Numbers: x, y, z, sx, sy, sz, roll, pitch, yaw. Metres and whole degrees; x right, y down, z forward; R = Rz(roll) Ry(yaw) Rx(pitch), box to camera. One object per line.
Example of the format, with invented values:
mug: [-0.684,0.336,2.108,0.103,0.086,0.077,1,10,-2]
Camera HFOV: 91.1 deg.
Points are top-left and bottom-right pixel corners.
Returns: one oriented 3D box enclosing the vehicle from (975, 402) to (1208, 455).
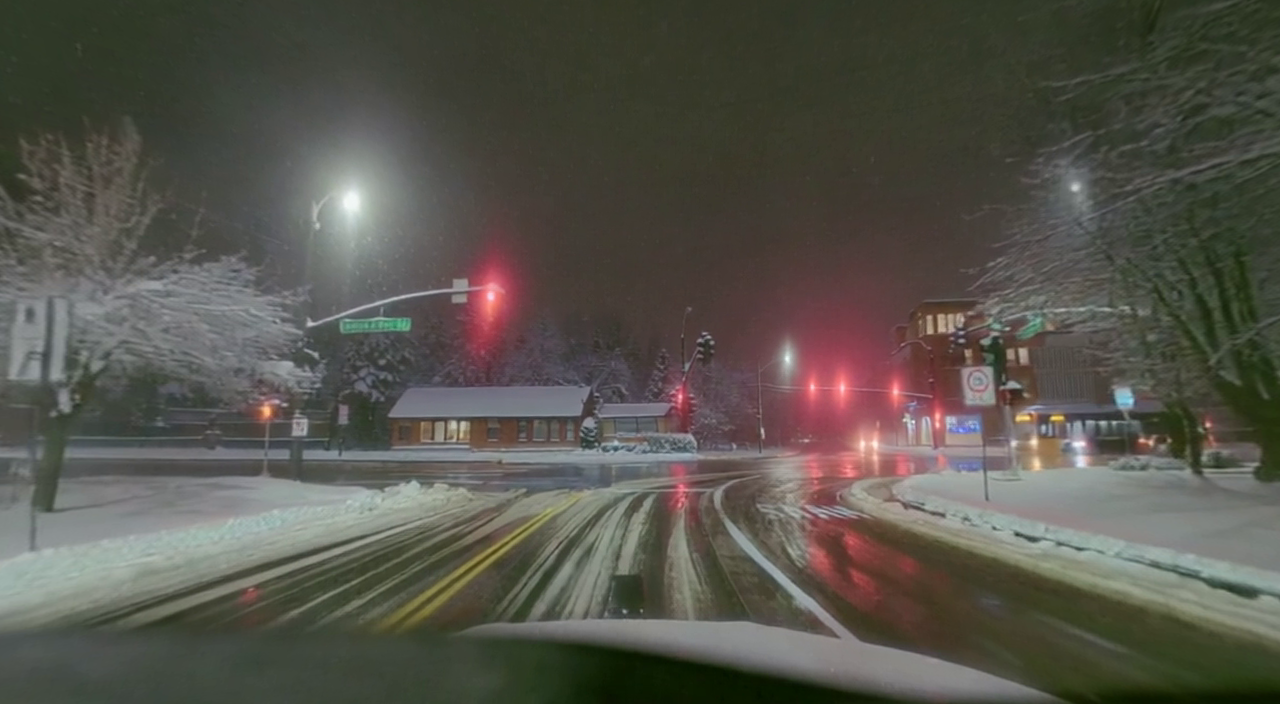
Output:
vehicle: [29.323,5.063,41.206,12.822,3.296,3.033,0,-9,0]
